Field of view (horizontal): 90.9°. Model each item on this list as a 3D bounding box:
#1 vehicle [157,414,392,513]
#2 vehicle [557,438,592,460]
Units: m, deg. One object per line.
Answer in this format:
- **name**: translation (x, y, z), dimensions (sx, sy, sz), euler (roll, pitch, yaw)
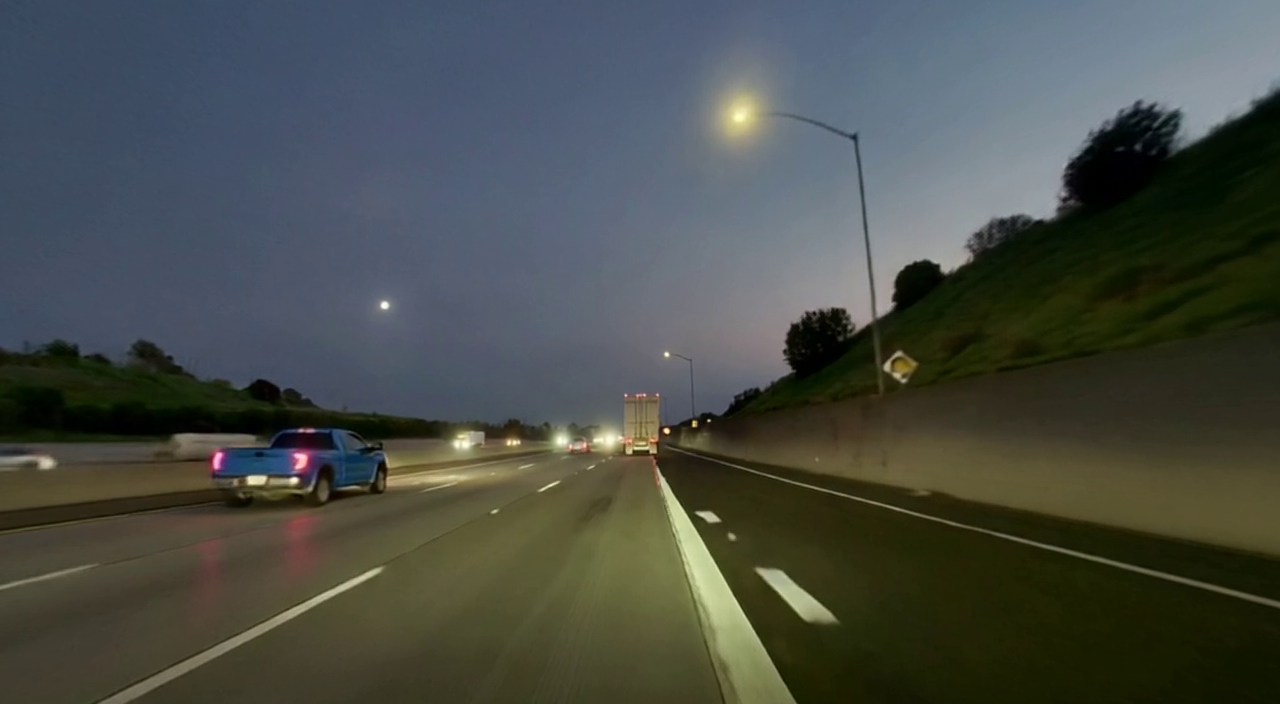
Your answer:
- **vehicle**: translation (-7.865, 2.446, 14.454), dimensions (2.113, 1.837, 5.339), euler (0, -8, 1)
- **vehicle**: translation (-4.526, 6.765, 44.136), dimensions (1.983, 1.508, 4.060), euler (0, -8, 1)
